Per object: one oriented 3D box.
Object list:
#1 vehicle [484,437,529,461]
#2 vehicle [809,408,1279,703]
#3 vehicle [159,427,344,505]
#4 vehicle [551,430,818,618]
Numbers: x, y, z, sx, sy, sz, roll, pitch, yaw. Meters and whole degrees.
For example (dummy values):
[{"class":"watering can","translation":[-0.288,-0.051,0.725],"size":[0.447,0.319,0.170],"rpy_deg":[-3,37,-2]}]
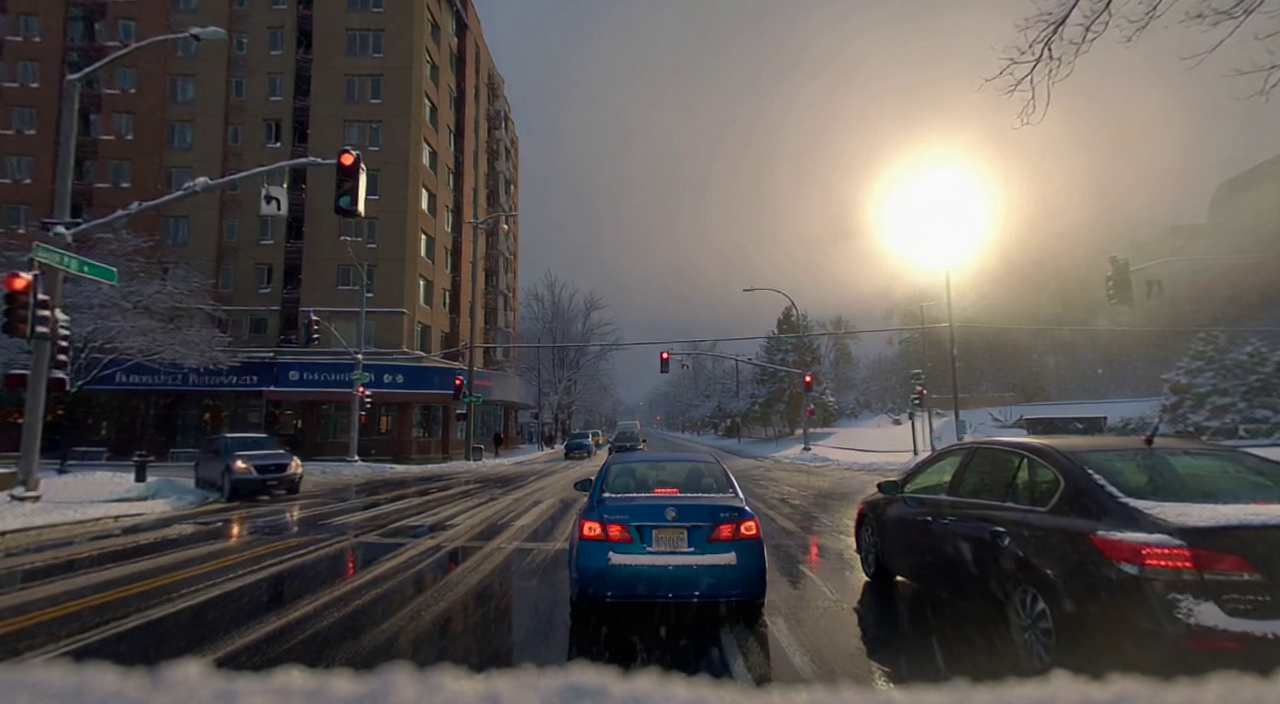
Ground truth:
[{"class":"vehicle","translation":[-9.284,6.770,44.062],"size":[2.030,1.596,3.912],"rpy_deg":[-1,-8,4]},{"class":"vehicle","translation":[2.816,1.282,4.554],"size":[1.961,1.498,4.356],"rpy_deg":[0,-8,0]},{"class":"vehicle","translation":[-11.263,3.167,18.067],"size":[5.998,1.889,2.338],"rpy_deg":[-6,-10,37]},{"class":"vehicle","translation":[0.252,1.670,7.129],"size":[2.132,1.464,4.089],"rpy_deg":[0,-8,-3]}]
